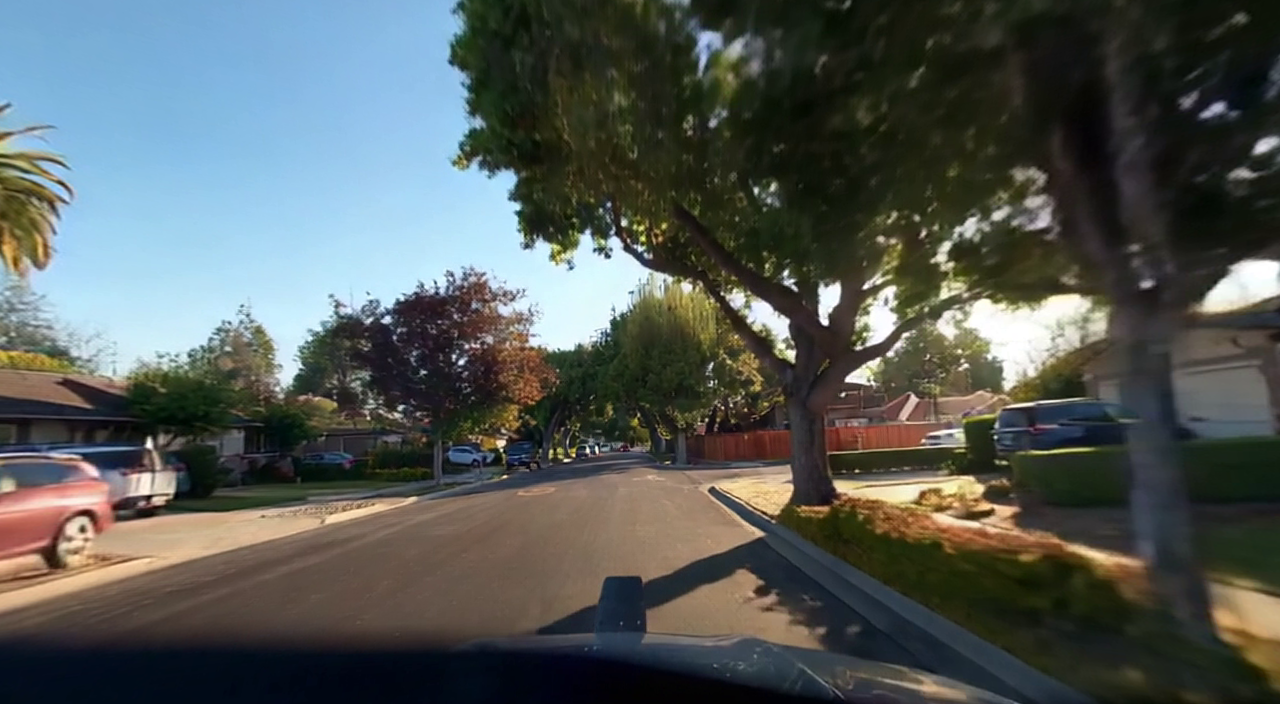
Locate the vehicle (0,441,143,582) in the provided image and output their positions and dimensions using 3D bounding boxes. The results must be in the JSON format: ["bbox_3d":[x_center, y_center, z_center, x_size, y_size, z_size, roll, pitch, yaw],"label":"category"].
[{"bbox_3d":[-8.479,1.878,7.226,2.074,1.616,4.440,-2,-9,-2],"label":"vehicle"}]

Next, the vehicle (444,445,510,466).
[{"bbox_3d":[-12.680,8.067,49.342,4.538,1.578,2.000,-1,-8,0],"label":"vehicle"}]

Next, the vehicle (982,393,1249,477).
[{"bbox_3d":[12.177,2.146,16.403,5.367,1.953,2.257,1,-8,-9],"label":"vehicle"}]

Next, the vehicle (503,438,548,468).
[{"bbox_3d":[-7.852,7.039,43.774,2.091,1.912,4.598,0,-10,2],"label":"vehicle"}]
